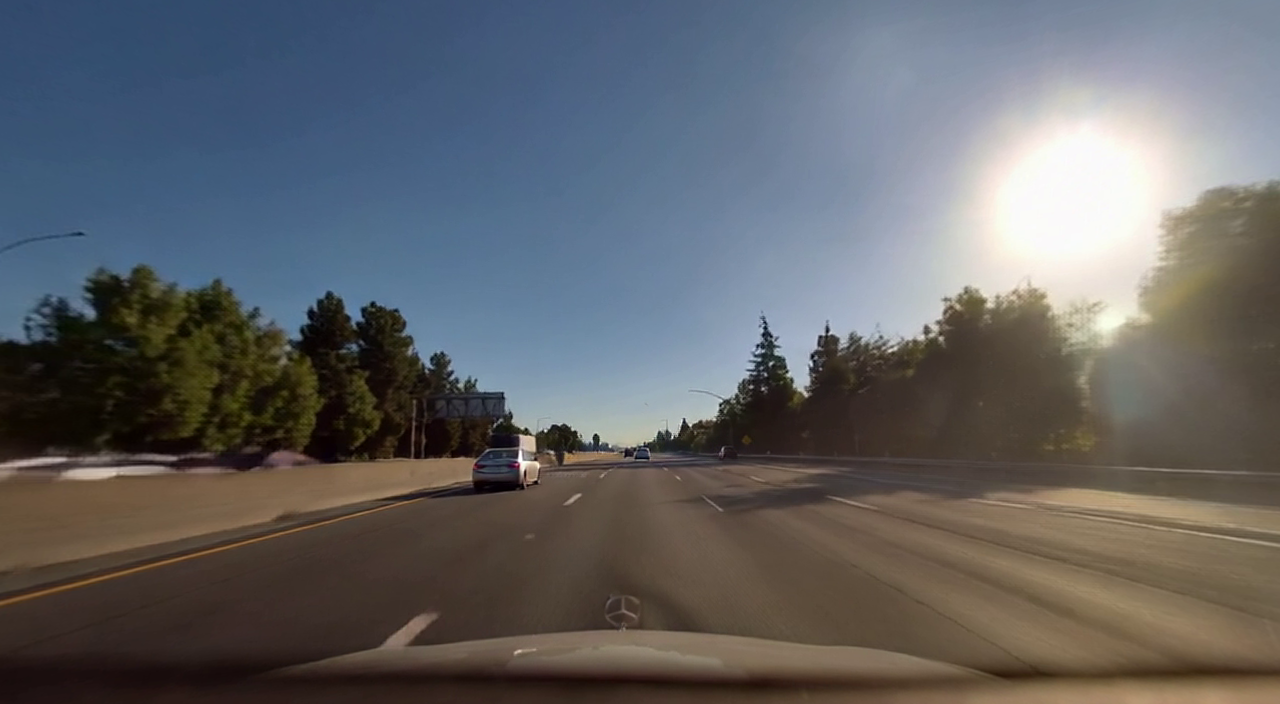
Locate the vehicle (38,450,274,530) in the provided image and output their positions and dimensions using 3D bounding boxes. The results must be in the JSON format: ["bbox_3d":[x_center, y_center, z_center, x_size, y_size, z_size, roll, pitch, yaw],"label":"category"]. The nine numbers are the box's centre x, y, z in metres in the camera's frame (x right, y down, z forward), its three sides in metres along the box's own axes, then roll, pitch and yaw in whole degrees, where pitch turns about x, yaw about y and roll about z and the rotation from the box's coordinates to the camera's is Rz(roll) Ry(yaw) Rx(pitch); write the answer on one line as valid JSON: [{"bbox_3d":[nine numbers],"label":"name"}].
[{"bbox_3d":[-10.790,3.053,14.590,1.884,1.533,4.449,0,-9,0],"label":"vehicle"}]

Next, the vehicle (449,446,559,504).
[{"bbox_3d":[-3.843,3.575,18.782,2.162,1.493,4.583,0,-9,1],"label":"vehicle"}]
